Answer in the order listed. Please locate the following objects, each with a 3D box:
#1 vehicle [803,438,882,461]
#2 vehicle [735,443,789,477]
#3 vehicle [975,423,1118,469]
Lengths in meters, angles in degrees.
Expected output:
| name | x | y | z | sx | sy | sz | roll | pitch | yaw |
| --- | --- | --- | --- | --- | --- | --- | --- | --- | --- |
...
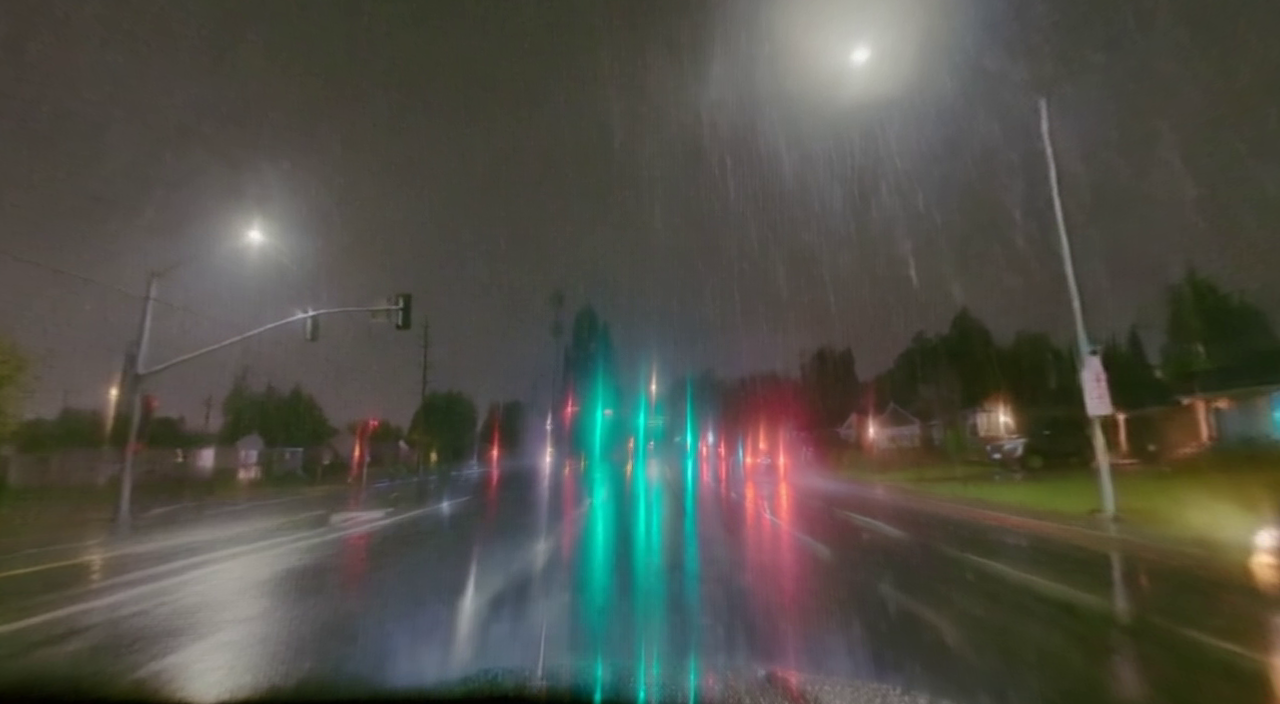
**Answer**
| name | x | y | z | sx | sy | sz | roll | pitch | yaw |
| --- | --- | --- | --- | --- | --- | --- | --- | --- | --- |
| vehicle | 13.111 | 6.328 | 40.983 | 4.461 | 1.461 | 1.805 | 0 | -8 | 0 |
| vehicle | 5.889 | 5.248 | 30.999 | 1.855 | 1.520 | 4.808 | 0 | -8 | 2 |
| vehicle | 14.637 | 3.402 | 22.870 | 3.769 | 1.598 | 1.987 | 0 | -8 | 1 |
